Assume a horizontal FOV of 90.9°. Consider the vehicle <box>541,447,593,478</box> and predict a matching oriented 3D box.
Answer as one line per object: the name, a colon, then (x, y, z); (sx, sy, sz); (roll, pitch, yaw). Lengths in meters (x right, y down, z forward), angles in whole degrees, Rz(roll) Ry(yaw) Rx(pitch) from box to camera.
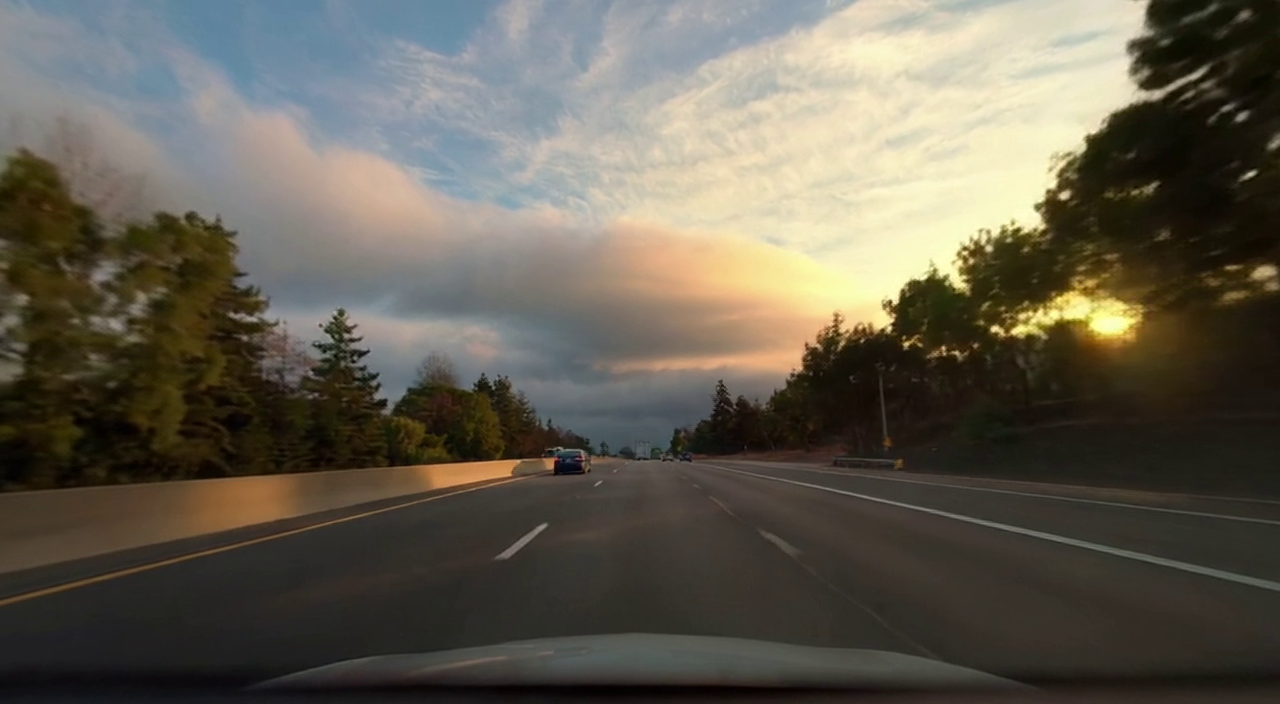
vehicle: (-3.845, 5.939, 34.147); (2.128, 1.521, 5.409); (0, -9, 1)
